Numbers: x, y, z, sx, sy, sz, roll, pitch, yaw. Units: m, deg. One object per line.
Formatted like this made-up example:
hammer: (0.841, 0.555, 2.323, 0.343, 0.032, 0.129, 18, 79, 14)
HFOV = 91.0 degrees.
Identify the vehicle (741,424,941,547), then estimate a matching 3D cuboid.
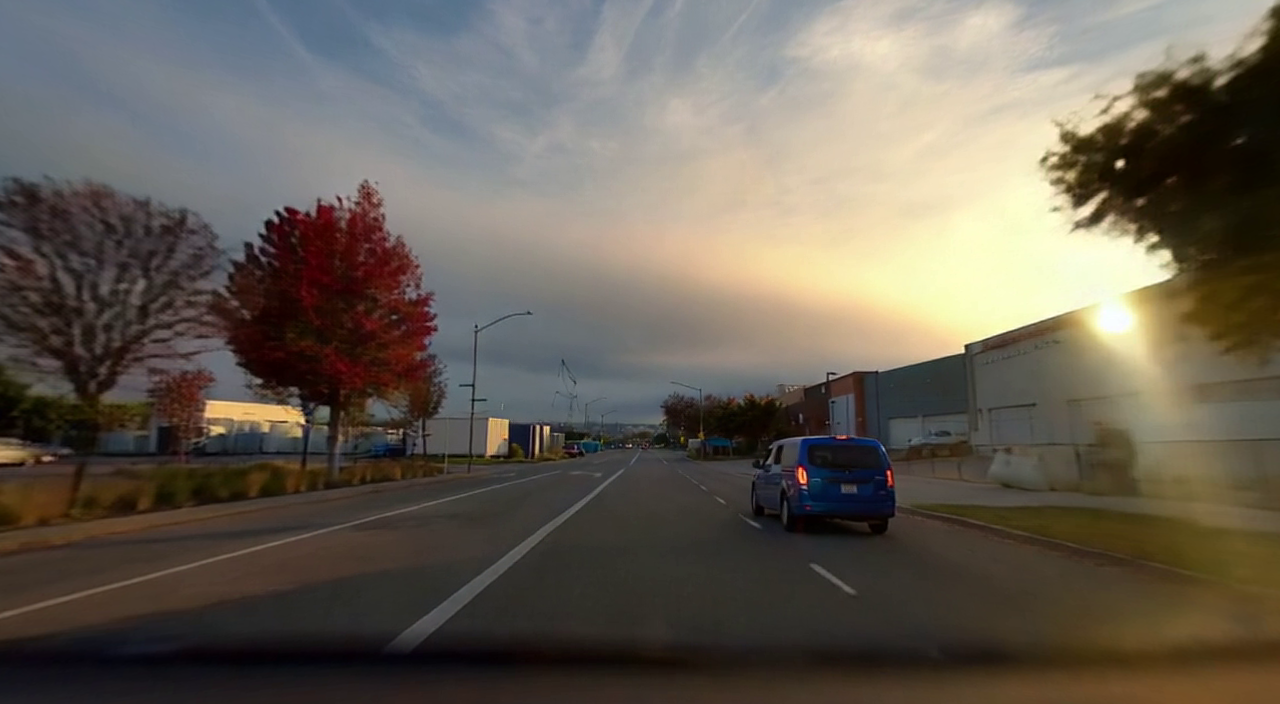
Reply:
vehicle: (3.432, 2.380, 11.989, 2.202, 1.822, 4.826, 0, -9, 0)
